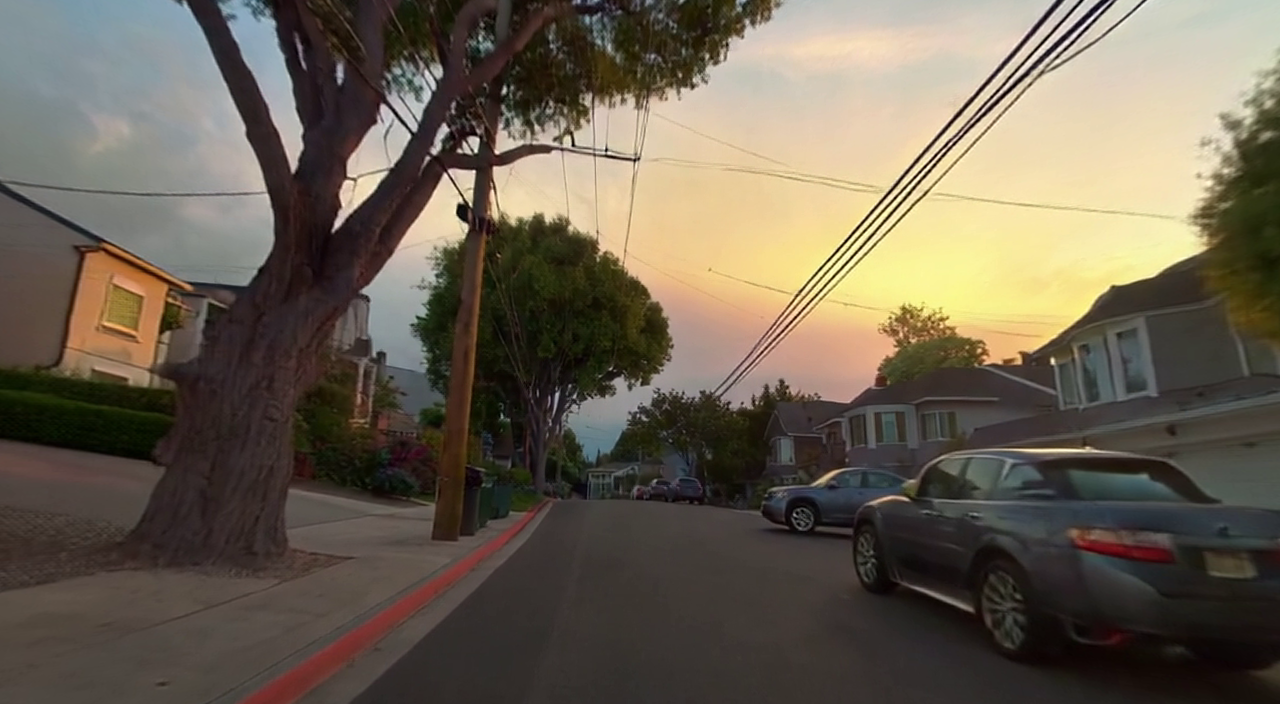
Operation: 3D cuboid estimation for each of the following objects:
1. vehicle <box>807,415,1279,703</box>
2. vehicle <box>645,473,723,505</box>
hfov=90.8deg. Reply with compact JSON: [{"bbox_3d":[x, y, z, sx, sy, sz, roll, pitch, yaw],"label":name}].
[{"bbox_3d":[3.241,1.418,5.091,2.133,1.566,4.737,1,-9,-5],"label":"vehicle"},{"bbox_3d":[2.661,8.370,38.678,4.413,1.728,1.869,1,-9,-9],"label":"vehicle"}]
